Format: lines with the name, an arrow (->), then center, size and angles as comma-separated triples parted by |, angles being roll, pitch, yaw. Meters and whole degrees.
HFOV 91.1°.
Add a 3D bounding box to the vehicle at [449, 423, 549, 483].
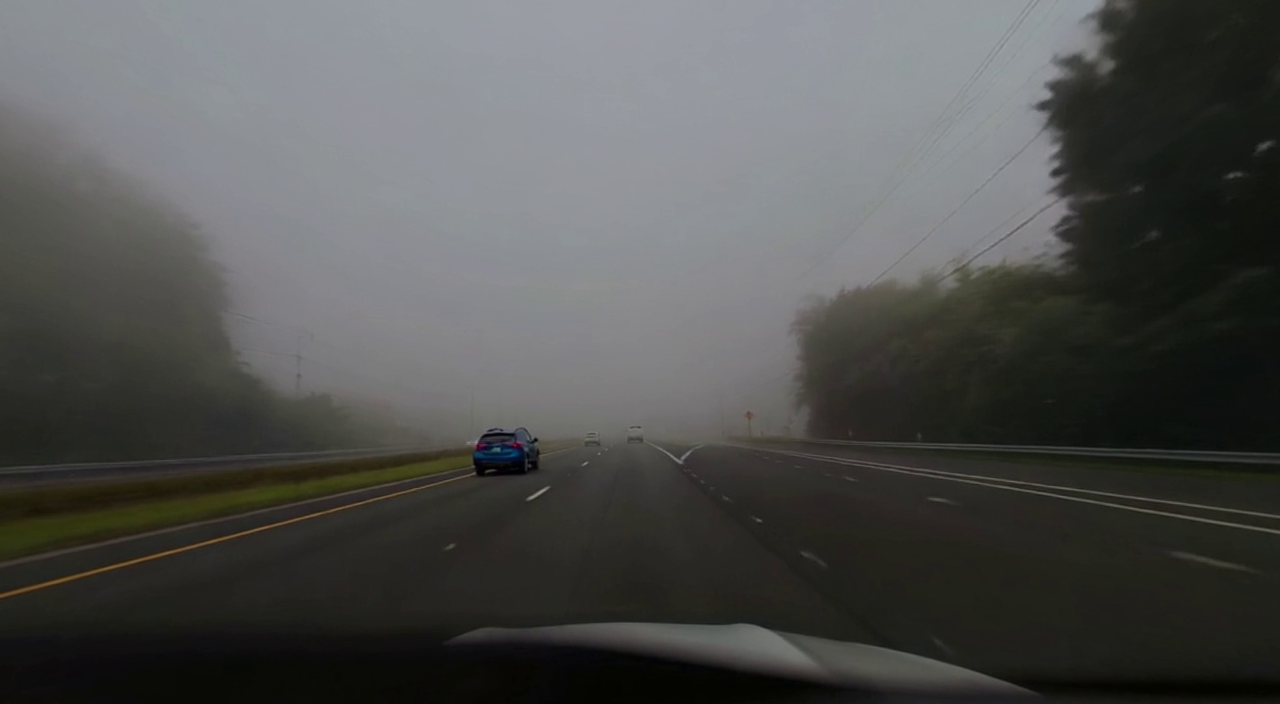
vehicle -> -4.036, 2.955, 18.786 | 2.023, 1.580, 4.259 | 0, -8, 0
